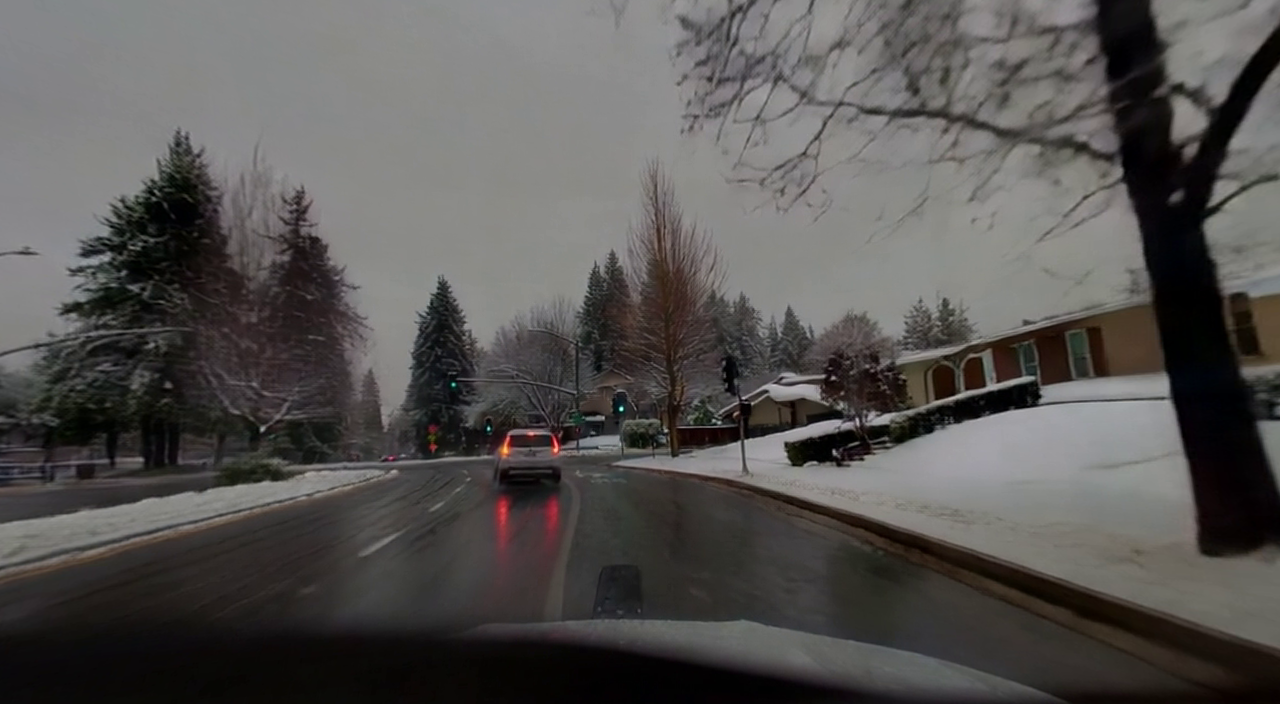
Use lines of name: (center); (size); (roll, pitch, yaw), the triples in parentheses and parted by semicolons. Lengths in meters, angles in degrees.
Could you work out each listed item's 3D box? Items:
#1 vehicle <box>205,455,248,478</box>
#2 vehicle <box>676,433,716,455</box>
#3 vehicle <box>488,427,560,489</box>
vehicle: (-31.947, 8.826, 48.904); (1.943, 1.677, 4.176); (4, -9, -23)
vehicle: (3.943, 6.563, 45.081); (1.911, 1.516, 4.251); (1, -9, -8)
vehicle: (-3.755, 3.323, 20.069); (1.990, 1.707, 4.225); (2, -9, -12)
